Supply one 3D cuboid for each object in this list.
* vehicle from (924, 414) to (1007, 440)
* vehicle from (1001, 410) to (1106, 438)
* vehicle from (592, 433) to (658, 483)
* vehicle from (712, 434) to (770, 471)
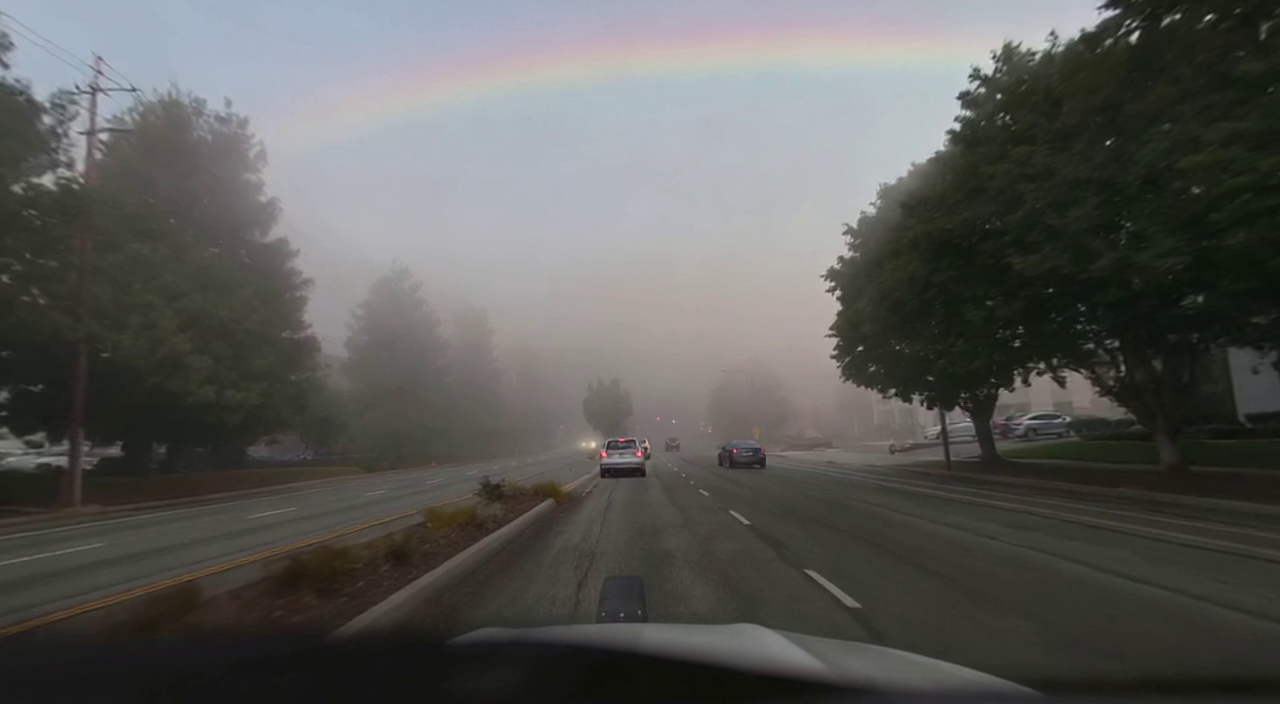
[{"bbox_3d":[22.247,5.166,43.248,4.531,1.432,1.949,-4,-8,0],"label":"vehicle"},{"bbox_3d":[22.607,3.951,34.636,4.441,1.444,1.870,0,-7,0],"label":"vehicle"},{"bbox_3d":[-0.477,3.811,22.967,2.181,1.639,4.127,0,-8,0],"label":"vehicle"},{"bbox_3d":[4.703,4.722,29.952,1.987,1.613,4.081,0,-8,-1],"label":"vehicle"}]
